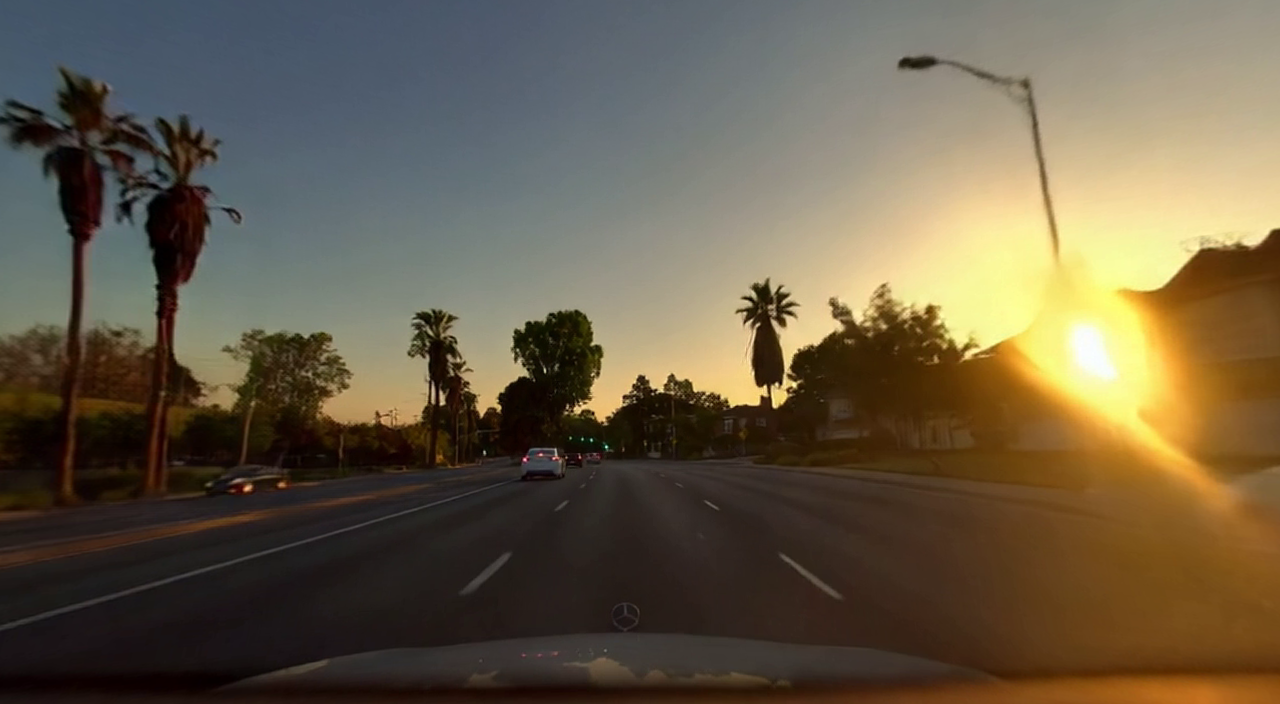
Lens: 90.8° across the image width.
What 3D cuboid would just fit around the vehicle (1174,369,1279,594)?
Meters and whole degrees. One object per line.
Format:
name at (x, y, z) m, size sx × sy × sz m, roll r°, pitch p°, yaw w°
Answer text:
vehicle at (6.947, 0.862, 3.648) m, size 2.418 × 2.004 × 6.128 m, roll 0°, pitch -9°, yaw 1°

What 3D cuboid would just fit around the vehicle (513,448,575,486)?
vehicle at (-4.060, 4.931, 27.550) m, size 2.108 × 1.475 × 4.555 m, roll 0°, pitch -9°, yaw -2°

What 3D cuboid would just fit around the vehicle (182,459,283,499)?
vehicle at (-19.262, 6.008, 30.158) m, size 2.180 × 1.539 × 4.244 m, roll -3°, pitch -8°, yaw -3°
